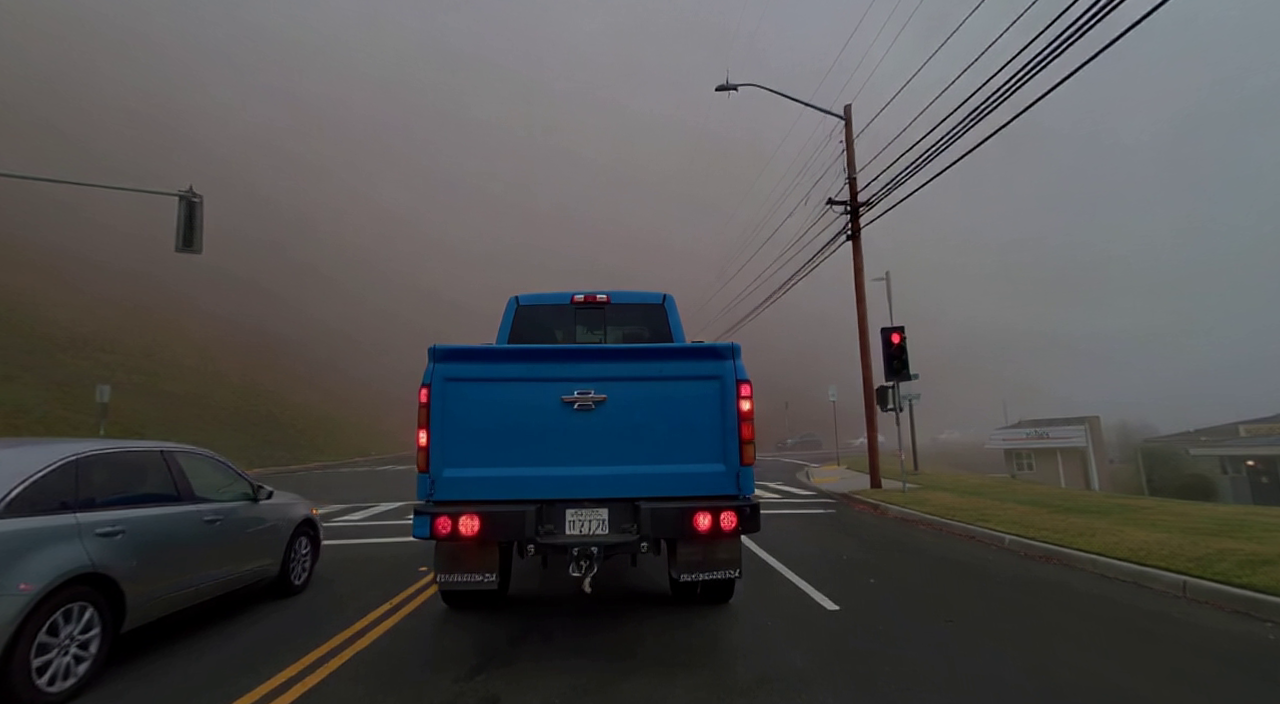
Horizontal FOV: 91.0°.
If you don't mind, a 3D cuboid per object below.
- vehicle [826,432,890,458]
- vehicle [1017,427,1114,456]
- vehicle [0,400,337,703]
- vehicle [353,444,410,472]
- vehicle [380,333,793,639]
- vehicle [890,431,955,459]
[{"bbox_3d":[16.090,6.841,46.316,4.975,1.799,2.117,7,-11,-39],"label":"vehicle"},{"bbox_3d":[25.565,5.401,37.917,4.419,1.496,1.854,-2,-9,1],"label":"vehicle"},{"bbox_3d":[-3.960,1.191,3.970,2.017,1.555,4.150,-1,-9,0],"label":"vehicle"},{"bbox_3d":[-17.117,7.021,41.902,2.133,1.690,4.331,0,-9,-3],"label":"vehicle"},{"bbox_3d":[-0.423,1.326,7.198,2.859,2.144,5.406,0,-9,-1],"label":"vehicle"},{"bbox_3d":[19.194,6.323,42.688,5.021,1.757,2.012,7,-11,-41],"label":"vehicle"}]
